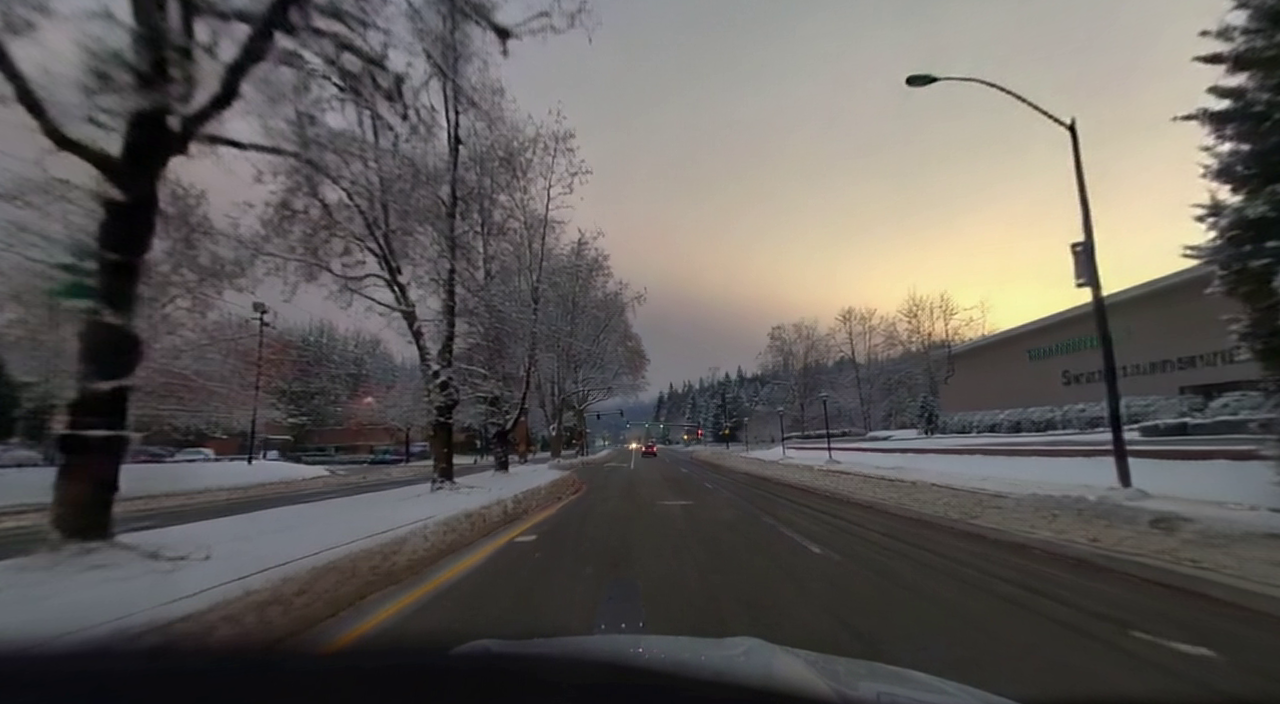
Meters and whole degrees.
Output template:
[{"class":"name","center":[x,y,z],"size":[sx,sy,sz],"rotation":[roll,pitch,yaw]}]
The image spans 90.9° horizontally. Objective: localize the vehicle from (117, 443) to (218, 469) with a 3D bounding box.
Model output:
[{"class":"vehicle","center":[-30.323,6.744,40.599],"size":[4.706,1.457,1.999],"rotation":[3,-11,-5]}]
